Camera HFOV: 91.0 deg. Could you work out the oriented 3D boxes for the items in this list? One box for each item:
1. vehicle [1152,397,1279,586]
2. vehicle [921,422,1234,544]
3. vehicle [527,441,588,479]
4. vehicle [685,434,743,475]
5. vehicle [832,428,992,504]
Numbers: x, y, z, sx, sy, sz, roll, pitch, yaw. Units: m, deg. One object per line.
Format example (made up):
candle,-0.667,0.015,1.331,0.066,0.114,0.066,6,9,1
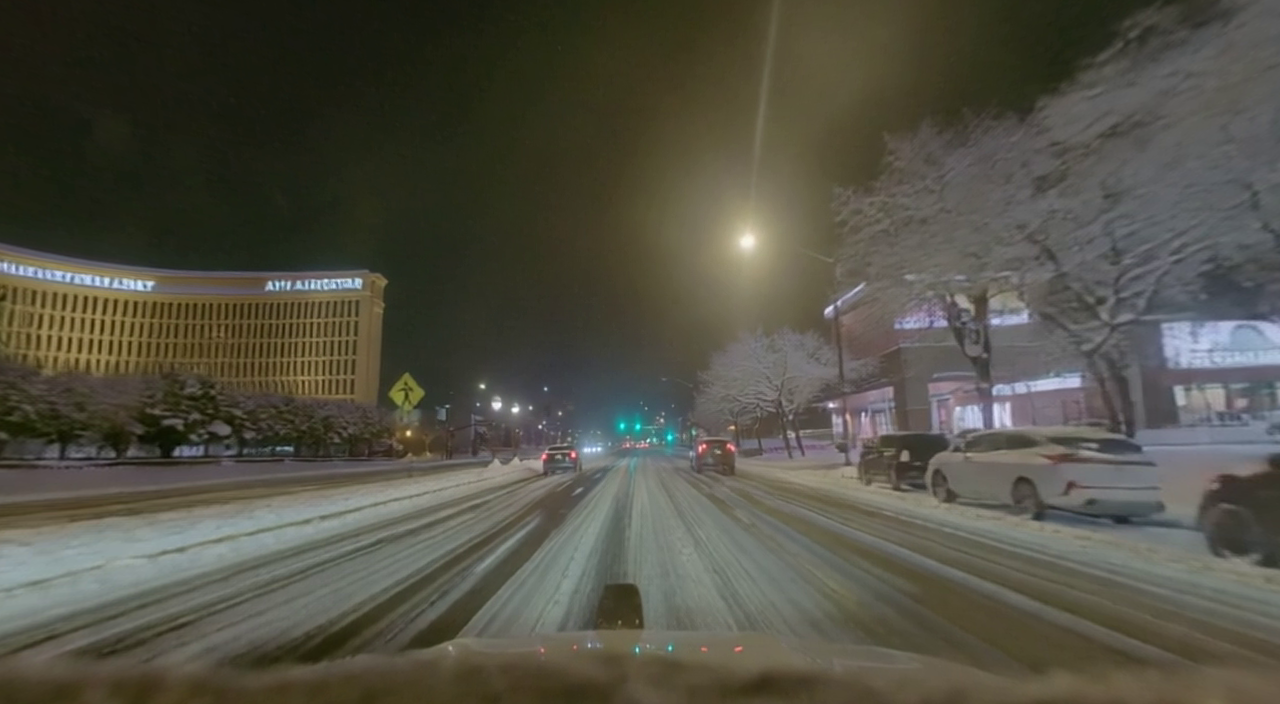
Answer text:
vehicle,7.008,1.197,5.138,2.039,1.749,4.193,0,-8,-1
vehicle,6.800,2.060,10.565,2.078,1.597,4.289,0,-8,-1
vehicle,-3.387,4.499,26.556,2.005,1.477,4.169,0,-8,0
vehicle,3.384,4.770,29.527,2.083,1.743,4.354,0,-8,-1
vehicle,6.828,2.902,16.550,1.950,1.678,4.985,0,-8,0
